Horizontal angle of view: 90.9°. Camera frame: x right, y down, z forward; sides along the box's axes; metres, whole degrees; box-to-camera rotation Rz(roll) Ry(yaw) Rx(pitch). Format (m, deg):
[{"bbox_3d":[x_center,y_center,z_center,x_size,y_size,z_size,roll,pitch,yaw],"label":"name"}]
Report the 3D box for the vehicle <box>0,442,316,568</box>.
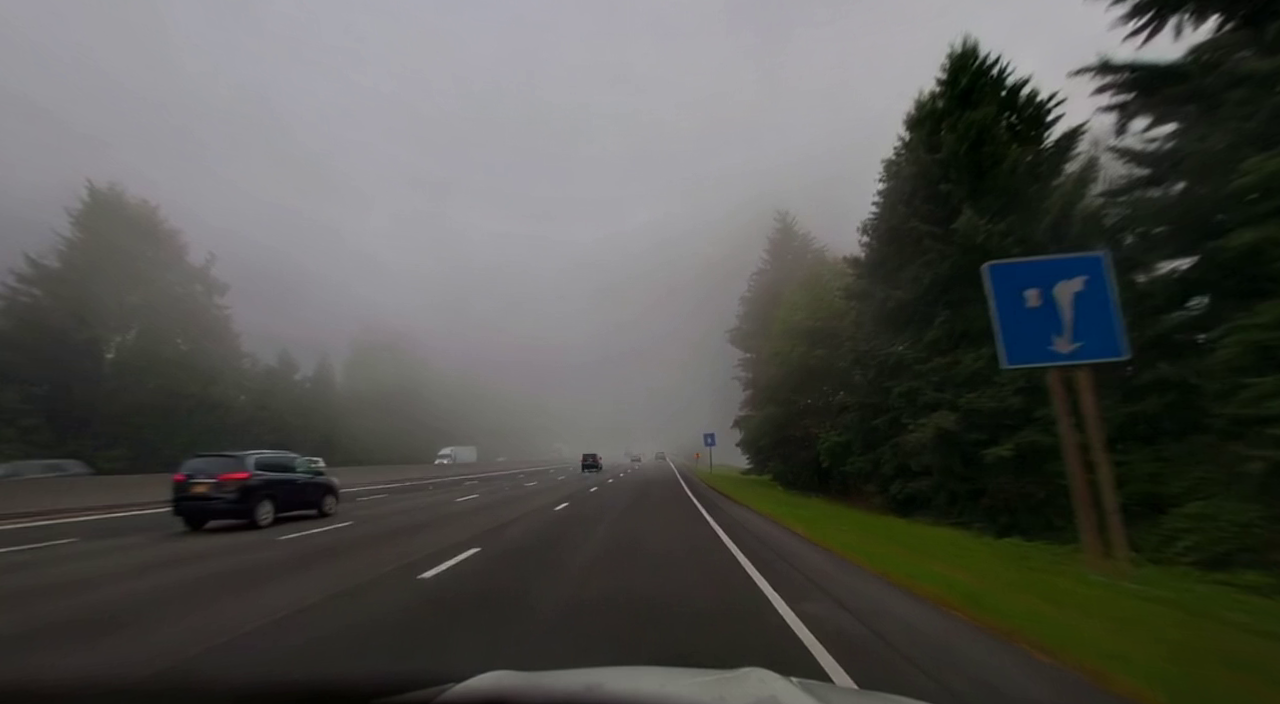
[{"bbox_3d":[-7.582,2.314,10.351,1.996,1.579,4.439,-1,-9,2],"label":"vehicle"}]
